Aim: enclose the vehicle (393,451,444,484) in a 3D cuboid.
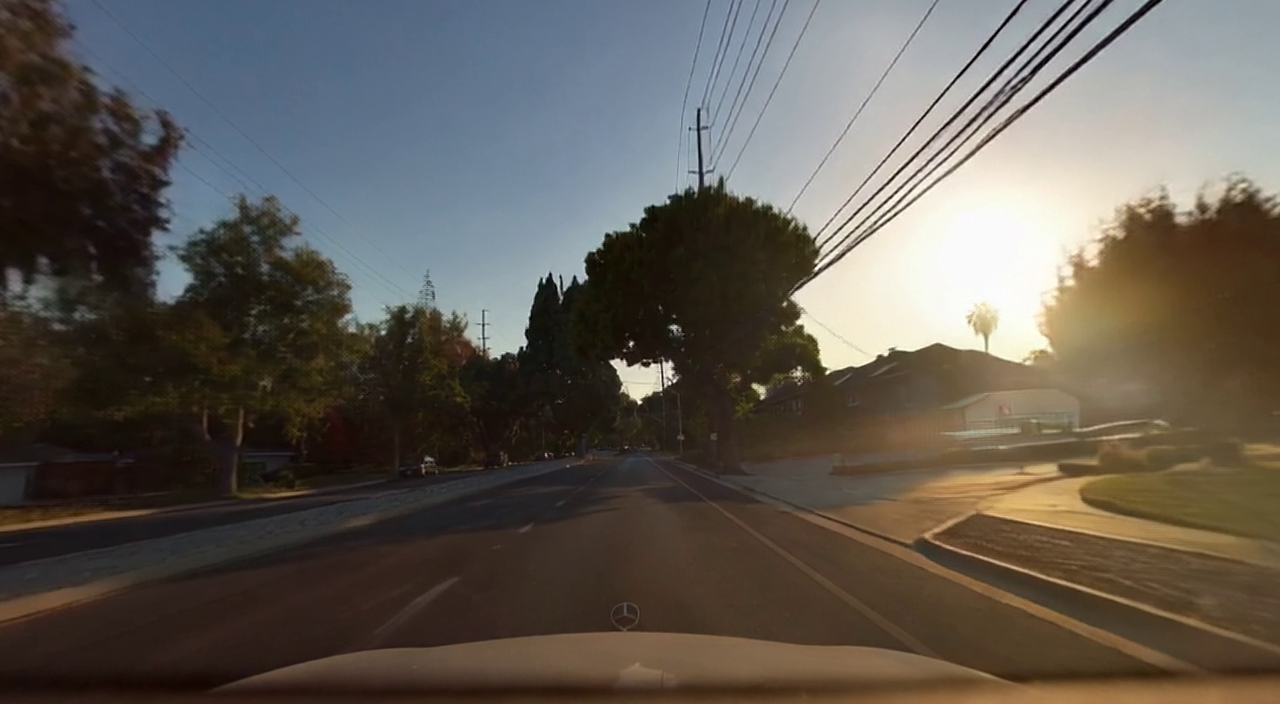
[{"bbox_3d":[-16.052,8.359,46.029,2.071,1.883,4.915,-7,-8,-3],"label":"vehicle"}]
